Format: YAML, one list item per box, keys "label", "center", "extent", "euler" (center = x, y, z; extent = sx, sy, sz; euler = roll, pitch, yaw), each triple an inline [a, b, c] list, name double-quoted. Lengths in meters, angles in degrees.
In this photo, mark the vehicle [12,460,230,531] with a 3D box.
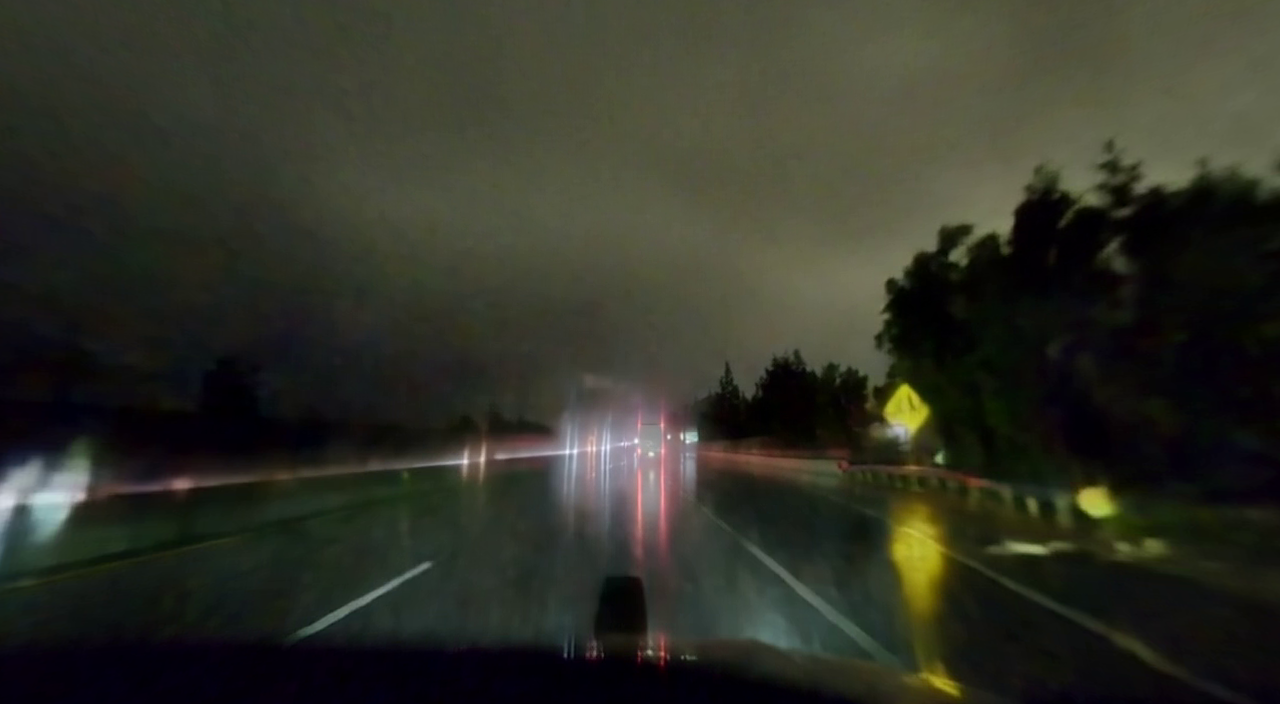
- label: "vehicle"
  center: [-13.310, 3.667, 16.649]
  extent: [1.994, 1.515, 4.361]
  euler: [0, -9, 1]
